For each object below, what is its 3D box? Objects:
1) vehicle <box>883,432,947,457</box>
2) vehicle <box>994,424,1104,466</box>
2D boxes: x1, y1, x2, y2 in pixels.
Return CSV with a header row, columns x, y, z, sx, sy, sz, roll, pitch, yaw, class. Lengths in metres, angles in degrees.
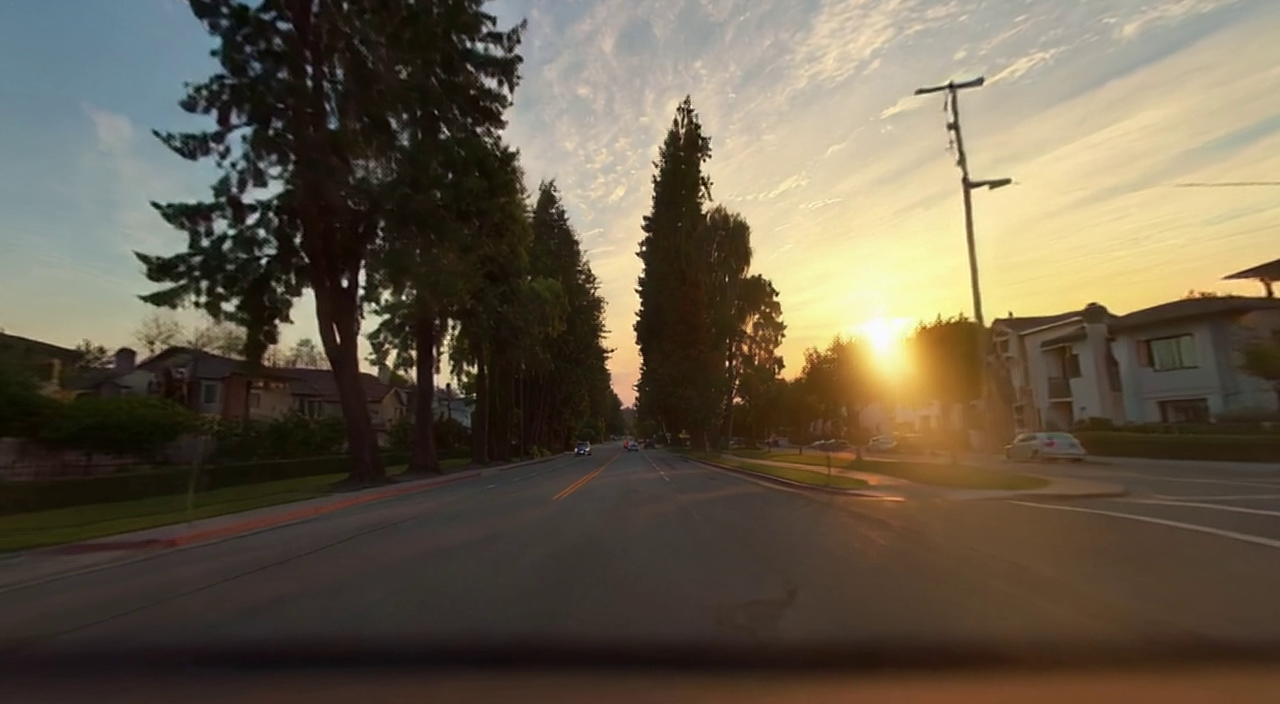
x,y,z,sx,sy,sz,roll,pitch,yaw,class
17.746,5.994,41.005,1.813,1.464,4.925,0,-8,-2,vehicle
18.195,4.180,28.412,1.936,1.722,4.562,0,-8,1,vehicle
